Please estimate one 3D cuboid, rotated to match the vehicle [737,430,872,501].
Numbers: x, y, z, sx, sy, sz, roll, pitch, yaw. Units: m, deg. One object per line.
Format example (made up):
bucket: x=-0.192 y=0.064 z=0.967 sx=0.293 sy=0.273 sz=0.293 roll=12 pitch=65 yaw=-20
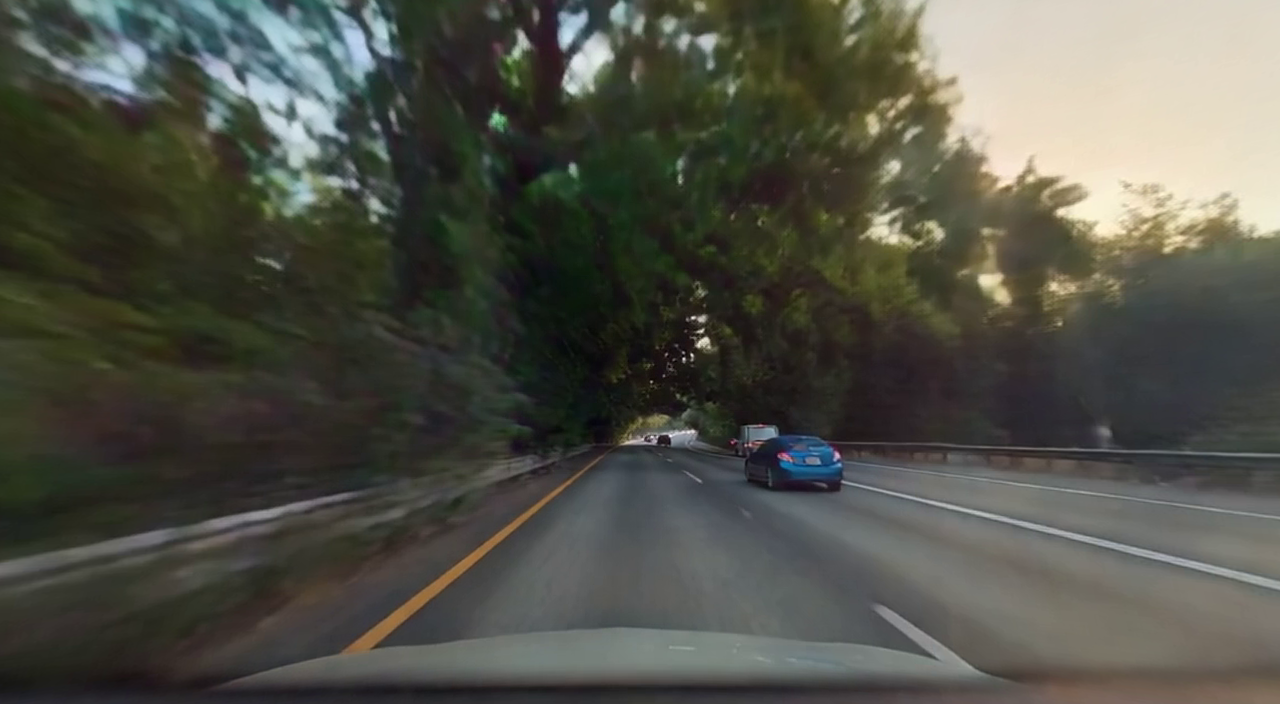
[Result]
vehicle: x=3.842 y=2.712 z=15.647 sx=2.017 sy=1.502 sz=4.369 roll=0 pitch=-8 yaw=-2
